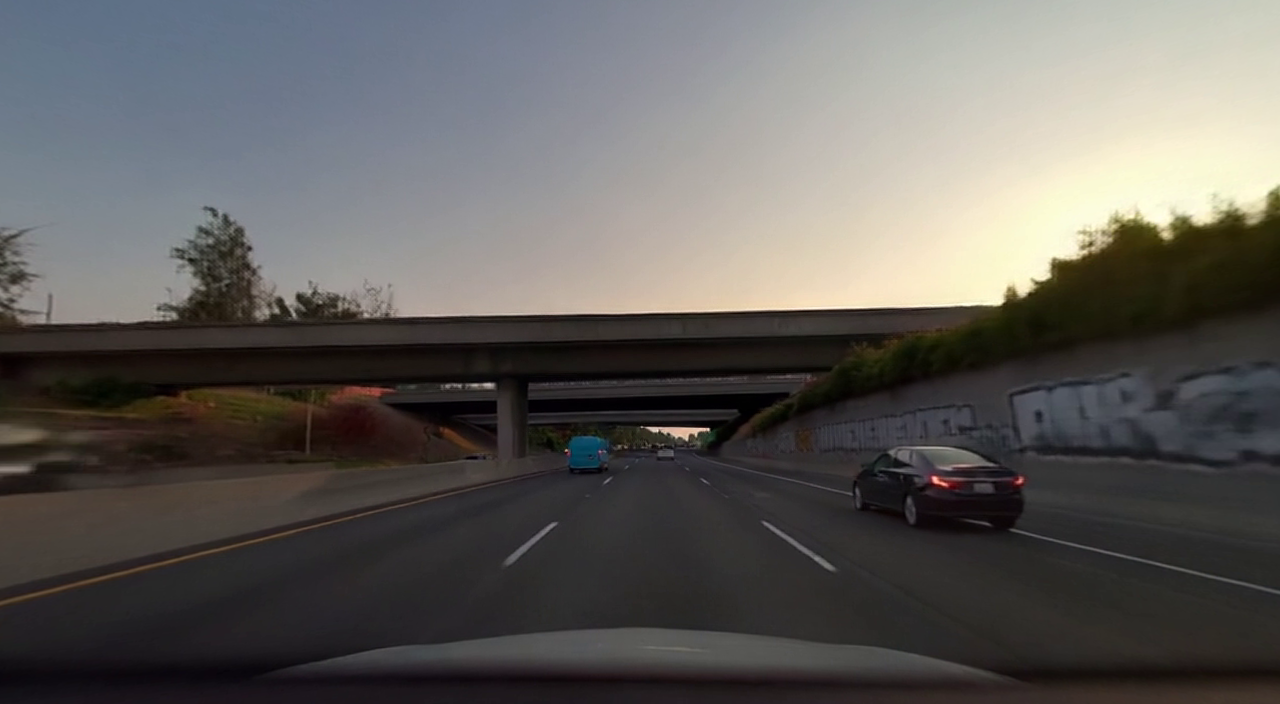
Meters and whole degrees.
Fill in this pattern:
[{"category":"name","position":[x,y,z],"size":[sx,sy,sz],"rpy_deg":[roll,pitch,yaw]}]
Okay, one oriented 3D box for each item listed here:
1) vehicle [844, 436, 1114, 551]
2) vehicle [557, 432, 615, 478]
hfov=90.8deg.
[{"category":"vehicle","position":[5.230,2.212,10.681],"size":[1.972,1.492,4.623],"rpy_deg":[0,-9,0]},{"category":"vehicle","position":[-2.513,5.014,30.889],"size":[2.310,2.030,5.094],"rpy_deg":[0,-9,1]}]
